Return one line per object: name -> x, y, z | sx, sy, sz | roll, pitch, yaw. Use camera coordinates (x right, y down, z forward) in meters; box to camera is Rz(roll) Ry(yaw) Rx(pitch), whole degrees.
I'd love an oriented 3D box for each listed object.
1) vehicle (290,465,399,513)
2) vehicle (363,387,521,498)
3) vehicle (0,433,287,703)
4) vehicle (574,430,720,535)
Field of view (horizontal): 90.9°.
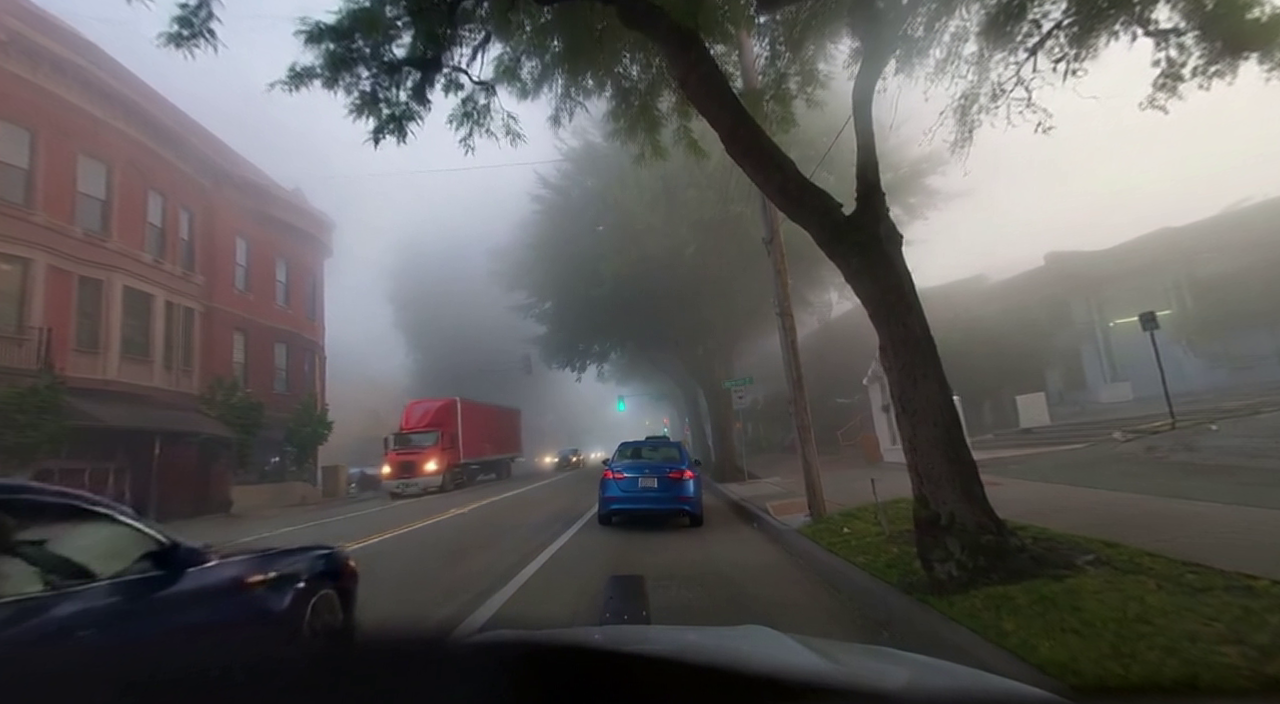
vehicle -> -11.201, 5.187, 24.262 | 2.010, 1.483, 4.324 | -1, -8, 1
vehicle -> -8.205, 4.098, 28.484 | 2.986, 3.933, 11.600 | -1, -8, 2
vehicle -> -2.907, 0.793, 0.695 | 2.099, 1.424, 4.843 | -1, -8, 2
vehicle -> 0.141, 2.173, 11.076 | 2.094, 1.478, 3.922 | 0, -8, 1
